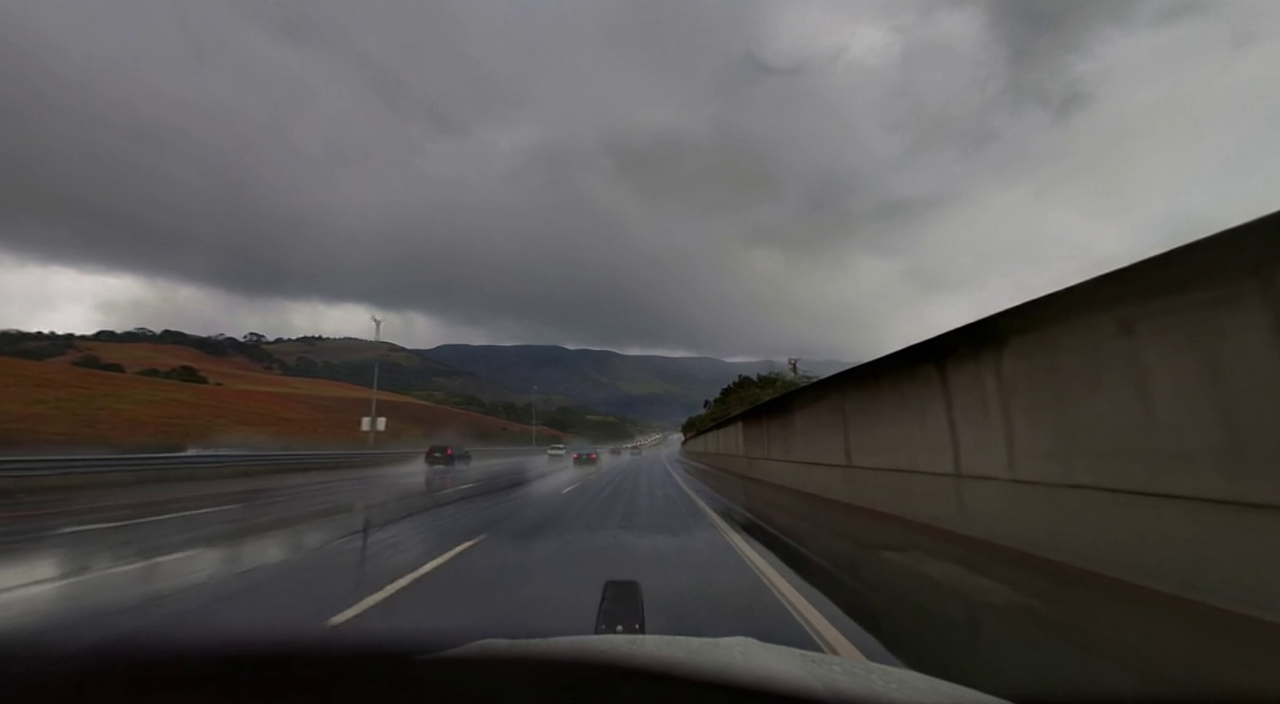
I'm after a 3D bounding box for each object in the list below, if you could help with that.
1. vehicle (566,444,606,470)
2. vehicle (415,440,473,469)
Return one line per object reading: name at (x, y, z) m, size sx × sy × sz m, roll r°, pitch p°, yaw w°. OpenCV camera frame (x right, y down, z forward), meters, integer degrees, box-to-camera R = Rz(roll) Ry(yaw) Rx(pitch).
vehicle at (-3.231, 6.394, 38.562) m, size 1.931 × 1.492 × 4.076 m, roll -1°, pitch -8°, yaw 2°
vehicle at (-12.671, 6.631, 41.223) m, size 2.076 × 1.766 × 4.831 m, roll 0°, pitch -8°, yaw 2°
